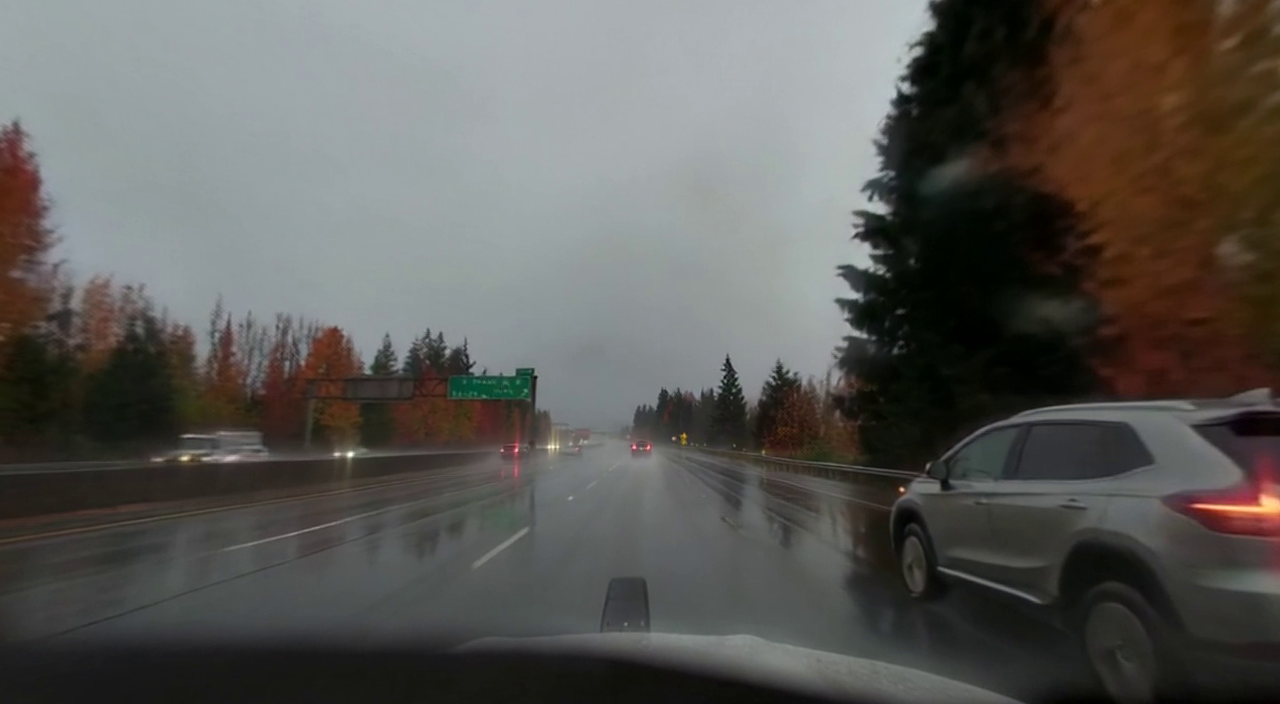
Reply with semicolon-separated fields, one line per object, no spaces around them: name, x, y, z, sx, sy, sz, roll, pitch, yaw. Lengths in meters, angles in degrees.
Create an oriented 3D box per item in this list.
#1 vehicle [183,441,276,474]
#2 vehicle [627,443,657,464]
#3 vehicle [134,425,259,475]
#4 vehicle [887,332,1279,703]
vehicle;-20.625;5.281;31.872;1.859;1.539;4.123;0;-8;1
vehicle;0.154;7.240;45.065;1.985;1.450;4.266;0;-8;0
vehicle;-24.393;5.427;35.110;2.350;2.471;6.221;0;-8;0
vehicle;3.330;0.996;3.621;2.120;1.706;4.226;0;-8;0
